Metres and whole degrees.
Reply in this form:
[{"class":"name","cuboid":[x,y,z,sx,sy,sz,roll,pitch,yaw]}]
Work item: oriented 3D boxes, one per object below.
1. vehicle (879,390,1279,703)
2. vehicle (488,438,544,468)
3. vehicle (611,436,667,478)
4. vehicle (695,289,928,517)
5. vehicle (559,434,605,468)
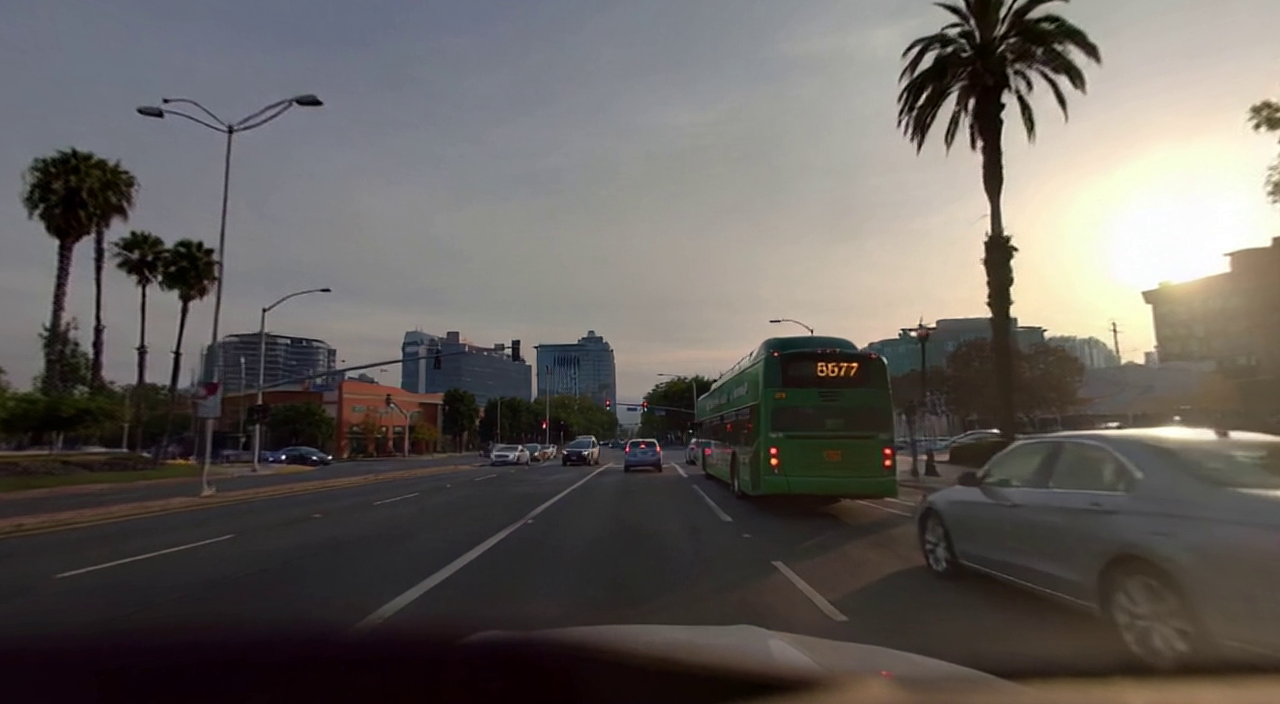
[{"class":"vehicle","cuboid":[3.606,1.170,4.260,1.965,1.519,5.078,0,-9,0]},{"class":"vehicle","cuboid":[-6.780,5.581,35.041,1.927,1.480,4.832,-1,-9,2]},{"class":"vehicle","cuboid":[-0.012,4.167,25.243,2.060,1.499,3.831,0,-9,1]},{"class":"vehicle","cuboid":[3.564,1.857,17.886,2.970,4.015,13.606,0,-9,1]},{"class":"vehicle","cuboid":[-3.156,5.494,35.216,2.020,1.721,4.366,-1,-9,2]}]
